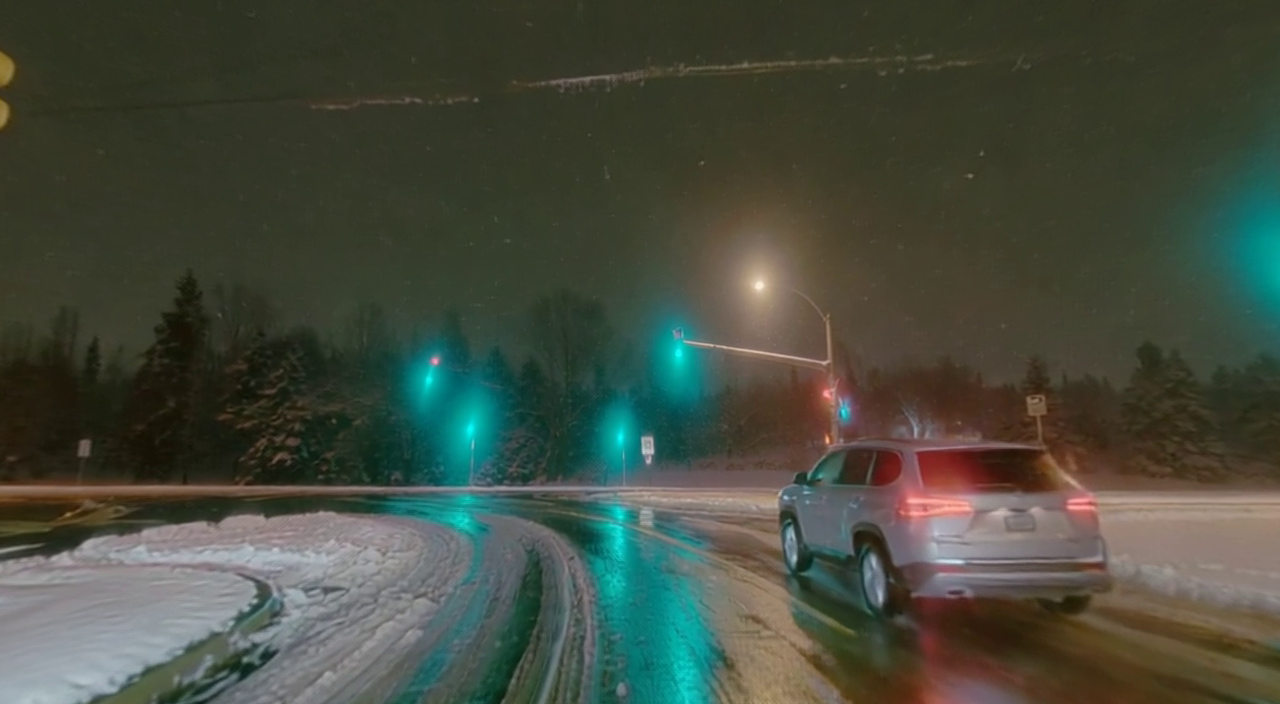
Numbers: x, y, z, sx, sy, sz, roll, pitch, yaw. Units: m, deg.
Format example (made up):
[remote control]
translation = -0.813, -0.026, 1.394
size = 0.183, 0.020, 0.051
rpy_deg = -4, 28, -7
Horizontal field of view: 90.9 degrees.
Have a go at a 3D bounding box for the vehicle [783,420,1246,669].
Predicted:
[vehicle]
translation = 3.058, 1.614, 6.467
size = 1.938, 1.648, 4.211
rpy_deg = 0, -8, -4
